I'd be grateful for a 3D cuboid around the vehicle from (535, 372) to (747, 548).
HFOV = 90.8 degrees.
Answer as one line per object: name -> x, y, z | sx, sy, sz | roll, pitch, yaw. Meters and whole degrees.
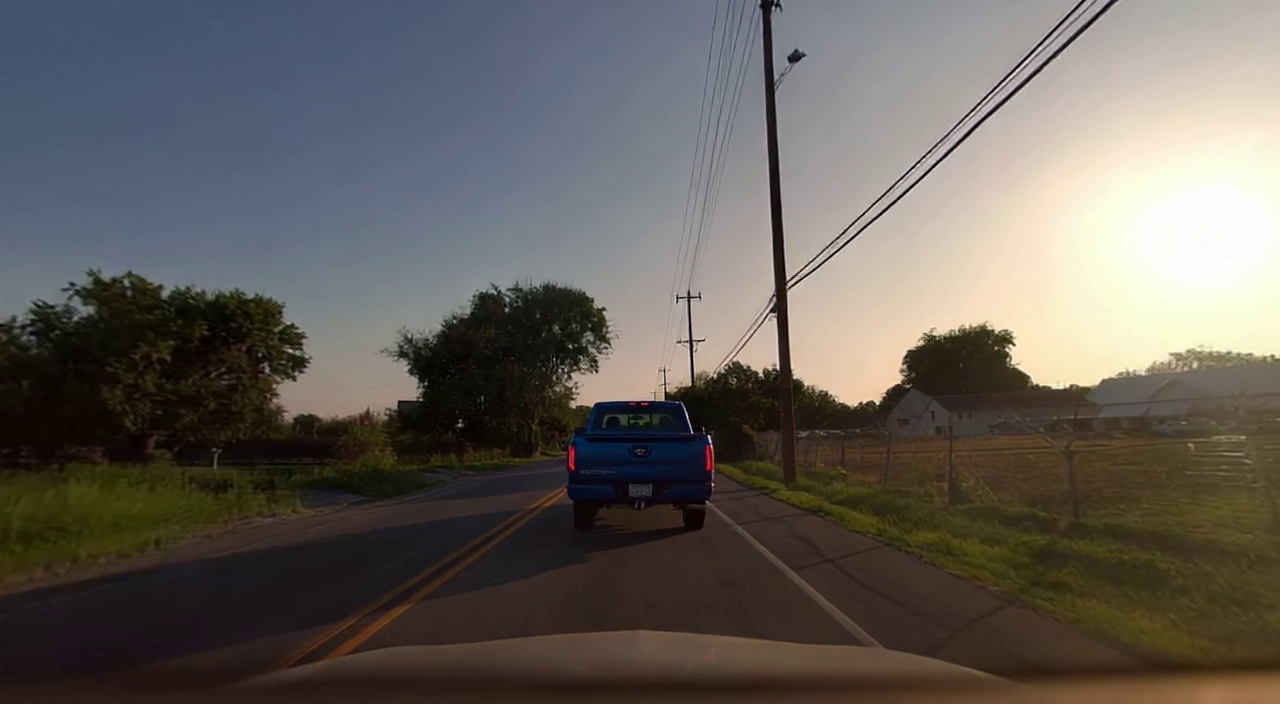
vehicle -> -0.064, 1.798, 11.063 | 2.693, 2.223, 5.885 | 0, -8, -2
